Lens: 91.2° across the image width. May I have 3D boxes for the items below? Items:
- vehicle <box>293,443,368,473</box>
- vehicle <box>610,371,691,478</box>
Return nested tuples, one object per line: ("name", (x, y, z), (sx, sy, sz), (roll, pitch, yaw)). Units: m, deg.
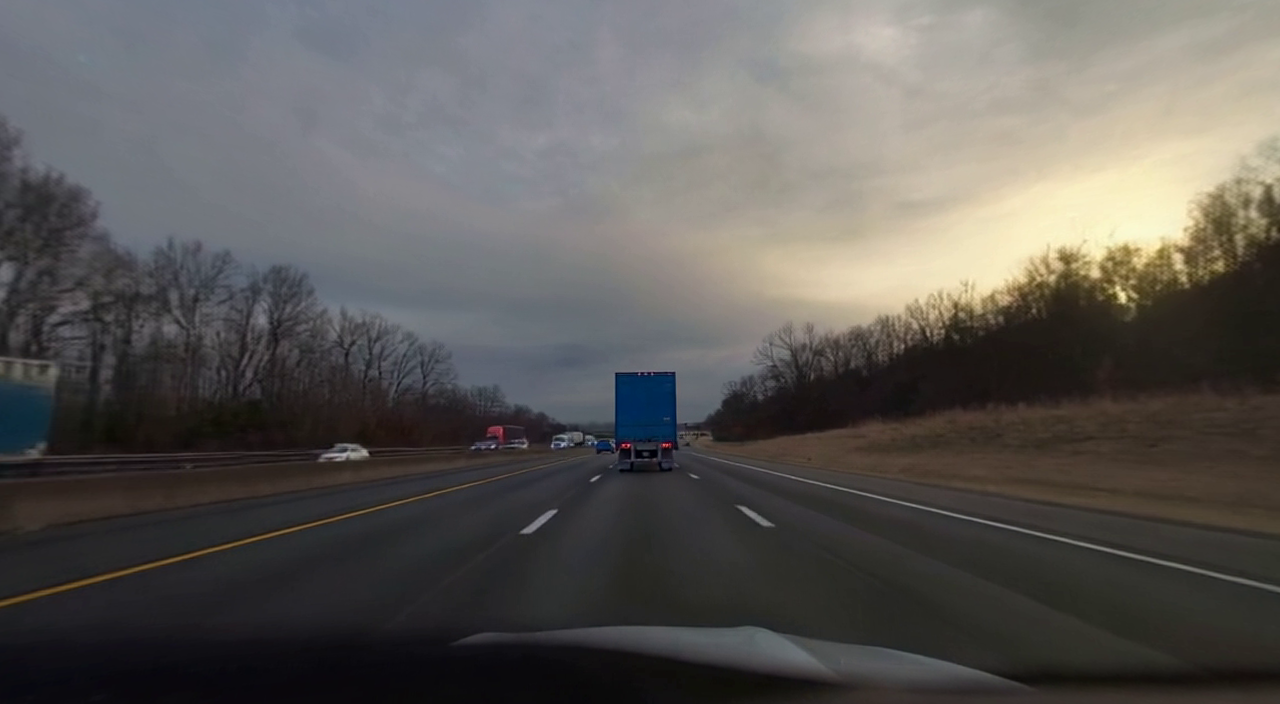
("vehicle", (-16.828, 5.748, 34.374), (1.859, 1.495, 4.440), (0, -8, 0))
("vehicle", (0.408, 3.469, 28.891), (3.010, 4.039, 10.481), (0, -8, 0))
